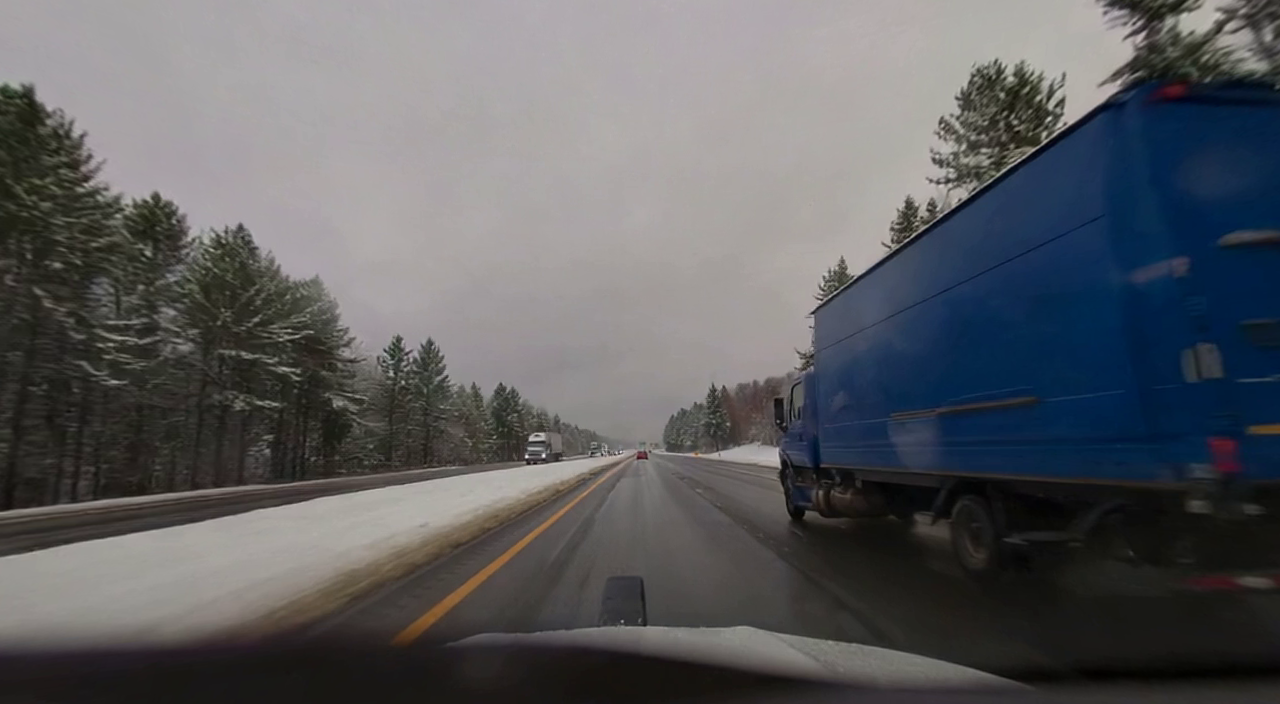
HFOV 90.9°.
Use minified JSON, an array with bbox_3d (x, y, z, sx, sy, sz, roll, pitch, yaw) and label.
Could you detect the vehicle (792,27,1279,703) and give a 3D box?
[{"bbox_3d":[4.104,0.661,6.632,2.920,3.288,7.793,0,-9,-1],"label":"vehicle"}]
